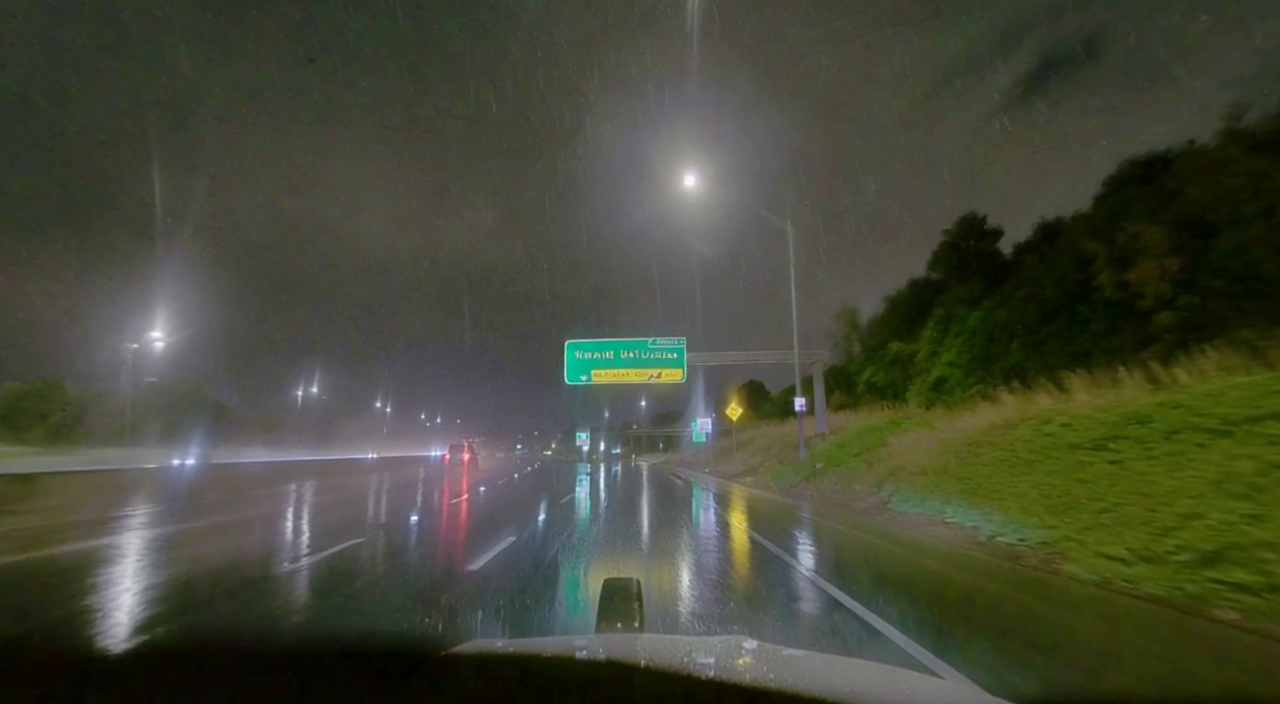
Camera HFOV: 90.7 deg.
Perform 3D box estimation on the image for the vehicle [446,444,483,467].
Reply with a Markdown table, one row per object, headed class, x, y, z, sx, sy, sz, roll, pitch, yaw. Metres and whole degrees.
| class | x | y | z | sx | sy | sz | roll | pitch | yaw |
| --- | --- | --- | --- | --- | --- | --- | --- | --- | --- |
| vehicle | -13.598 | 8.018 | 49.224 | 2.018 | 1.710 | 4.252 | 0 | -9 | -5 |
